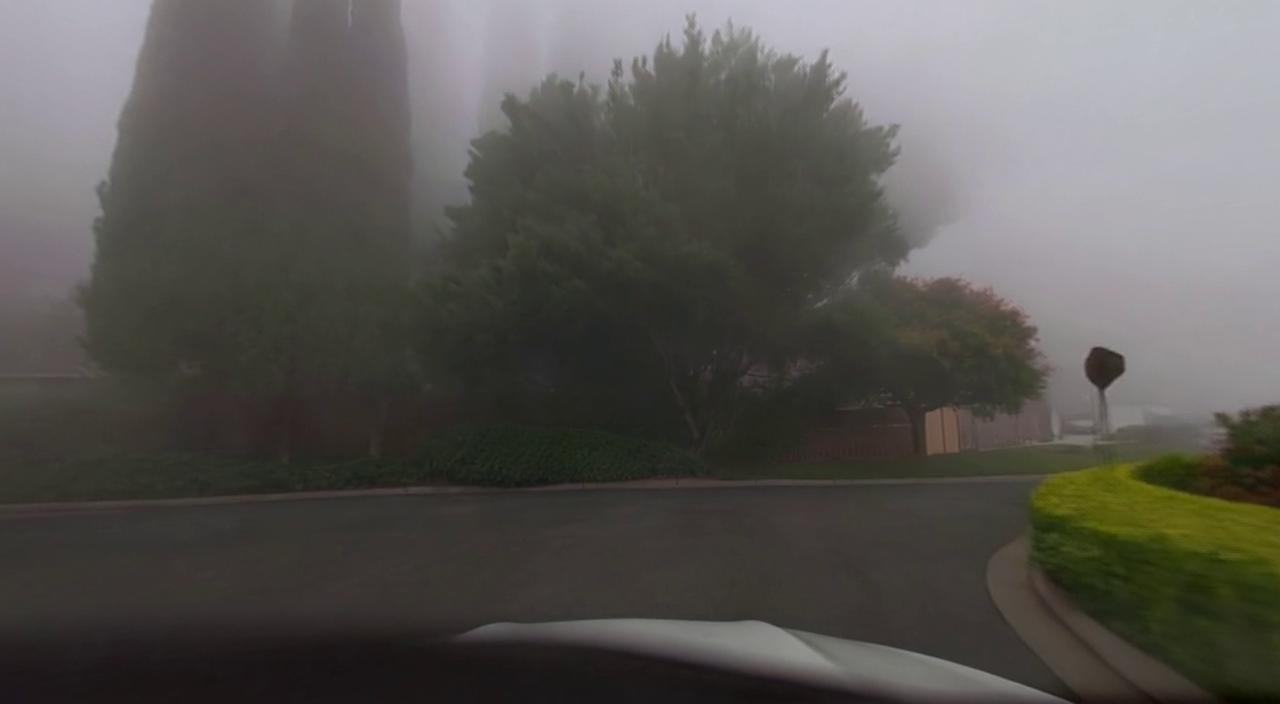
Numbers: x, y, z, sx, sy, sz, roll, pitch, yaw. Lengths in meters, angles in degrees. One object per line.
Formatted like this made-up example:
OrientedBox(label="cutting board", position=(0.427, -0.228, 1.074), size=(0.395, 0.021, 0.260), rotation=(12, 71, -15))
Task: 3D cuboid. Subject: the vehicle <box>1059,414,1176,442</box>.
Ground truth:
OrientedBox(label="vehicle", position=(27.296, 4.341, 36.159), size=(5.089, 1.517, 1.791), rotation=(0, -7, 4))
